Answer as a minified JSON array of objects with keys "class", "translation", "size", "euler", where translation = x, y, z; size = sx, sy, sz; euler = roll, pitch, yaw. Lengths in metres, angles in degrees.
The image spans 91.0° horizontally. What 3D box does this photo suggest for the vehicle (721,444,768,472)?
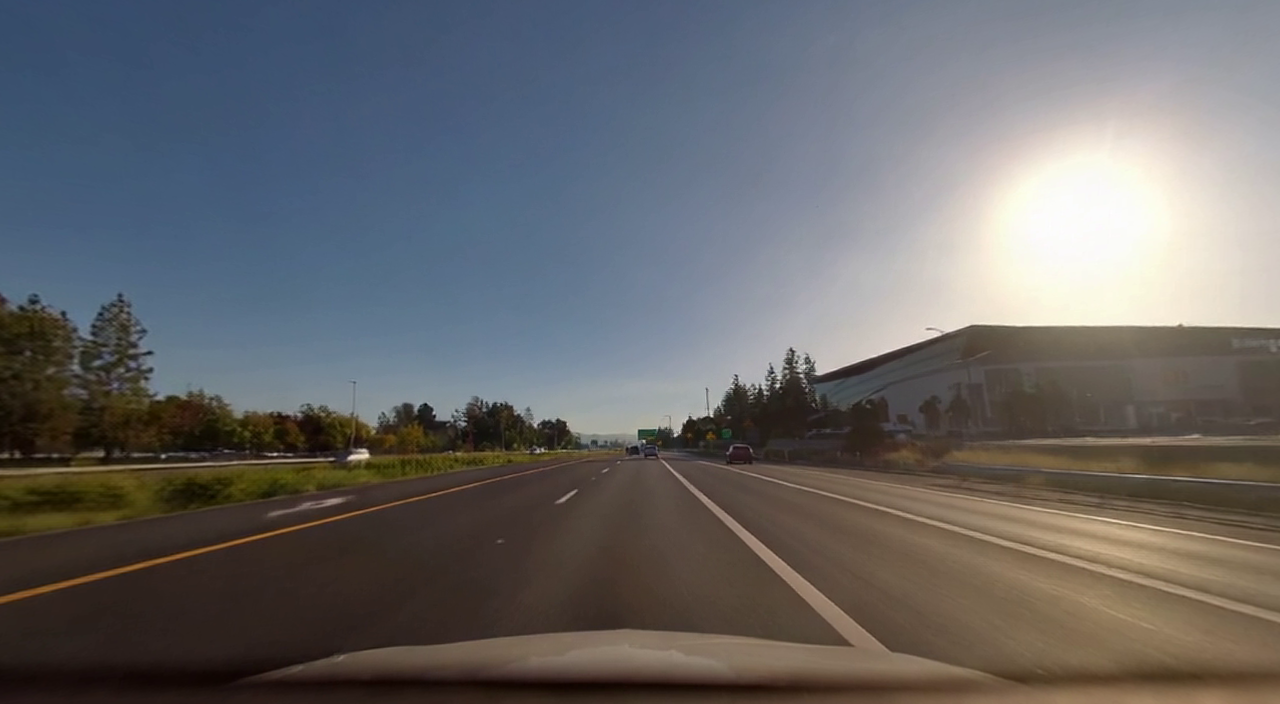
[{"class":"vehicle","translation":[6.320,6.469,38.659],"size":[2.085,1.594,4.848],"euler":[0,-9,0]}]
